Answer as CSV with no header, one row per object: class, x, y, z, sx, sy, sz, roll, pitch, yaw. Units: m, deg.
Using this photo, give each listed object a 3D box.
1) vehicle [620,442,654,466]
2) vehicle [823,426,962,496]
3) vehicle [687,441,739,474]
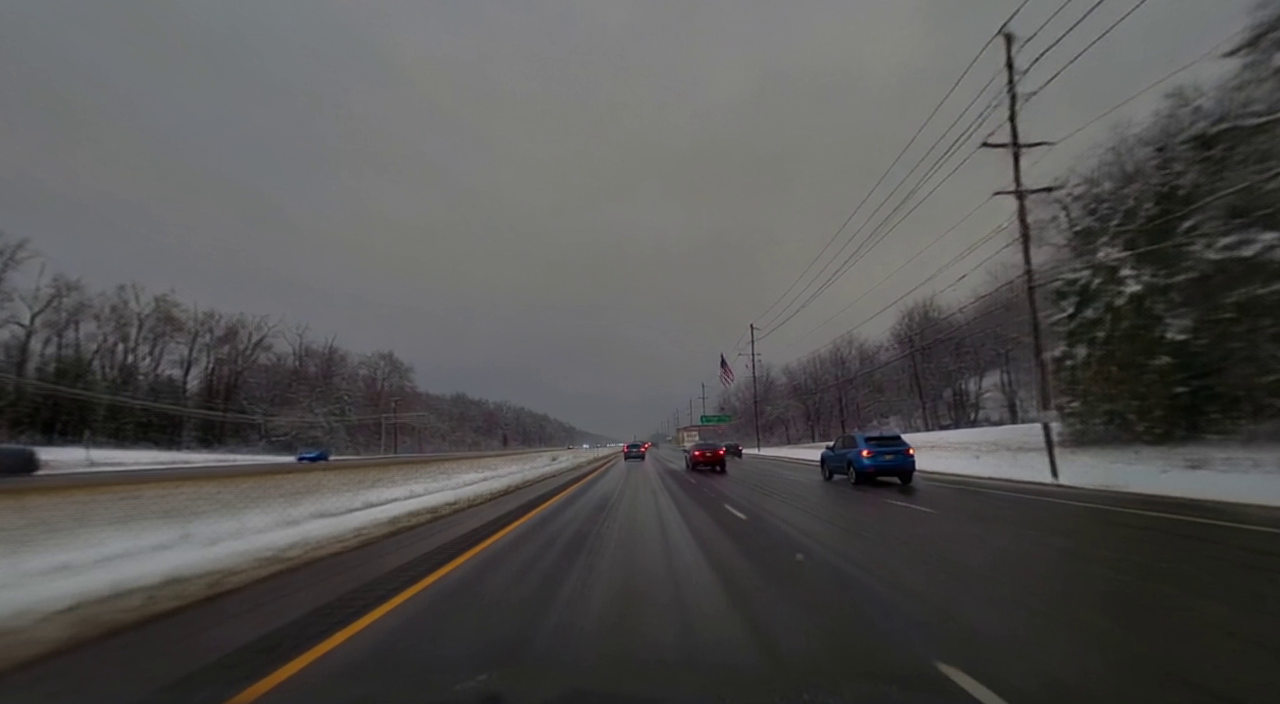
vehicle,-0.189,6.598,40.948,2.085,1.449,3.860,0,-8,0
vehicle,7.318,3.208,18.976,2.114,1.800,4.779,0,-8,-1
vehicle,3.574,5.248,31.709,1.978,1.488,4.252,0,-8,-1
